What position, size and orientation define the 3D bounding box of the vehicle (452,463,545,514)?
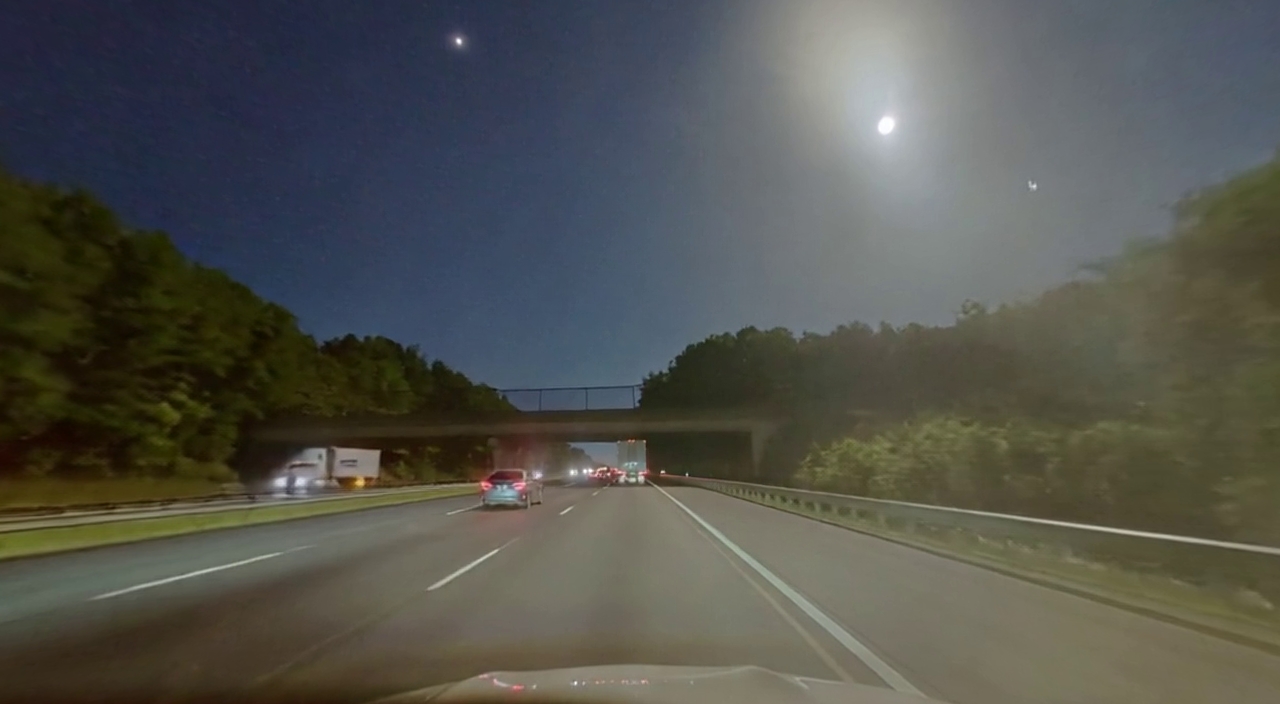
[{"bbox_3d":[-4.510,4.456,20.939,1.950,1.460,4.812,1,-10,0],"label":"vehicle"}]
